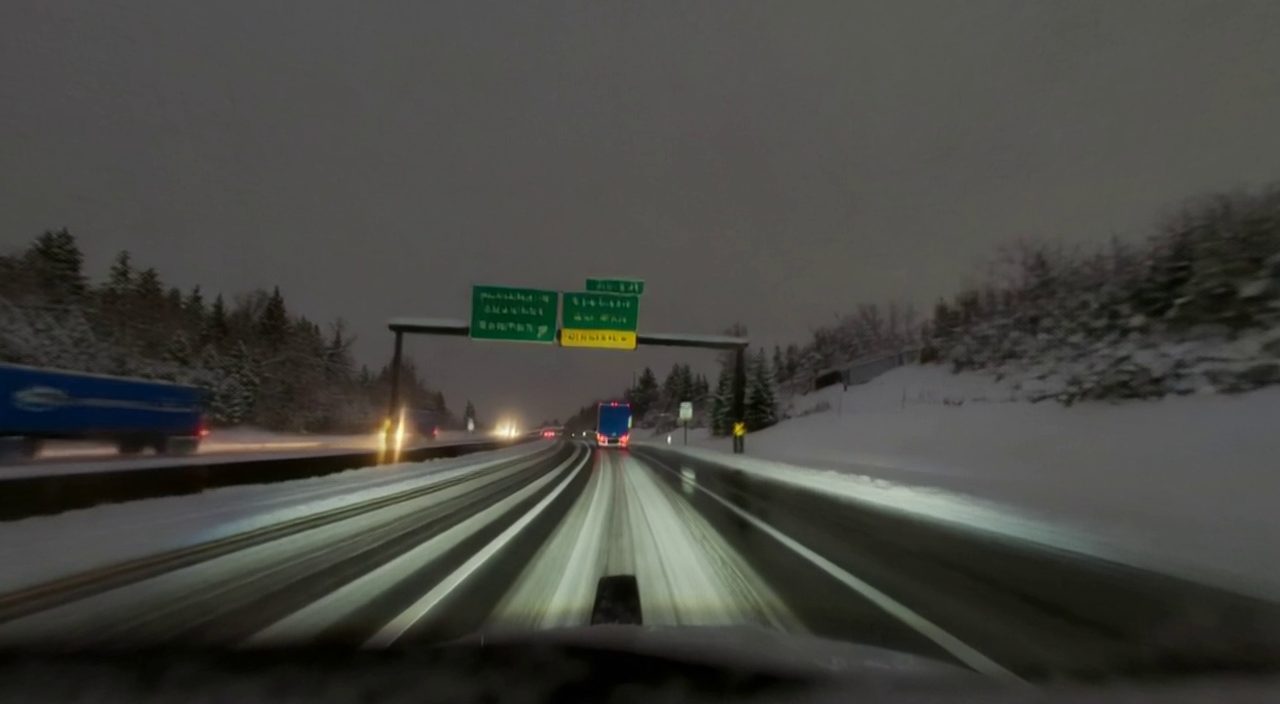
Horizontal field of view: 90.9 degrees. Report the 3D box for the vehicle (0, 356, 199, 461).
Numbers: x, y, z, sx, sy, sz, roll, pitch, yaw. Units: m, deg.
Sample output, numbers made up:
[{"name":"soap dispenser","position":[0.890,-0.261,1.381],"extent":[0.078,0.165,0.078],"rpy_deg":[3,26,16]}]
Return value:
[{"name":"vehicle","position":[-24.913,2.648,27.164],"extent":[3.339,3.734,12.428],"rpy_deg":[1,-8,-3]}]
